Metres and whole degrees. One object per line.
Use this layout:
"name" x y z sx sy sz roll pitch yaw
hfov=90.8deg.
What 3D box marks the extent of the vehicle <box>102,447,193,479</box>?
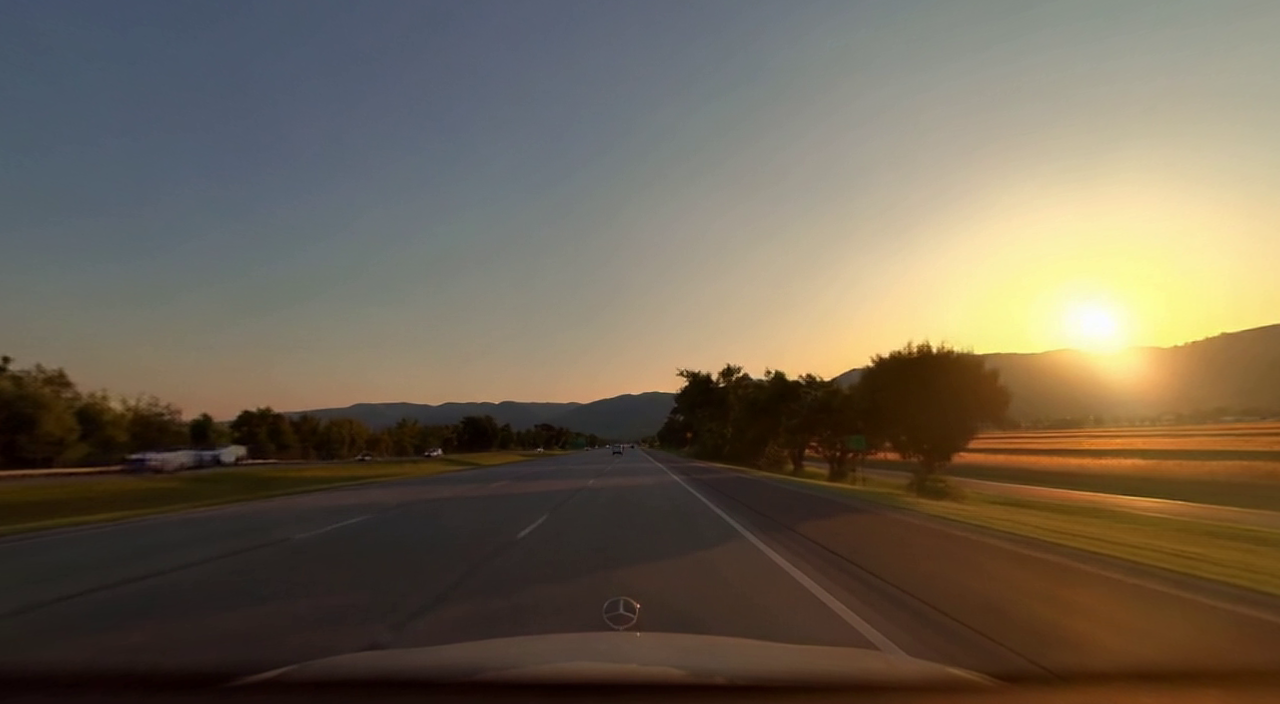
"vehicle" -32.232 7.238 41.546 1.940 1.896 4.941 0 -8 0
